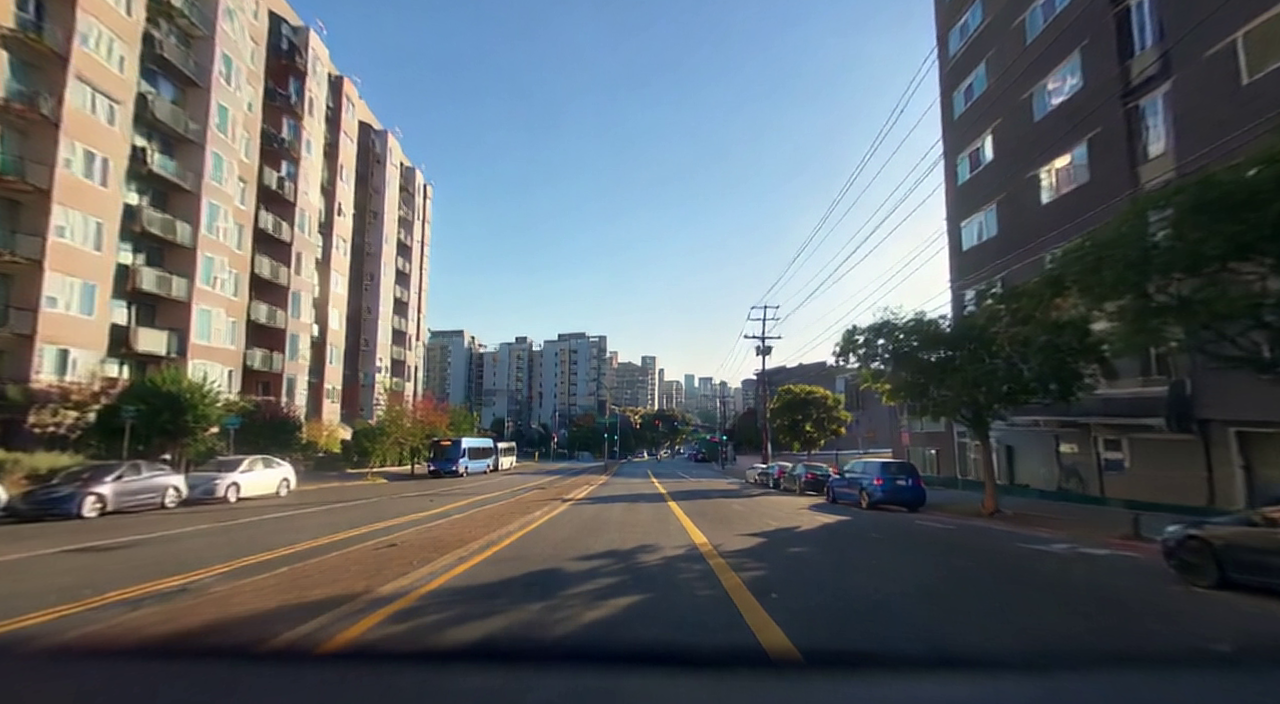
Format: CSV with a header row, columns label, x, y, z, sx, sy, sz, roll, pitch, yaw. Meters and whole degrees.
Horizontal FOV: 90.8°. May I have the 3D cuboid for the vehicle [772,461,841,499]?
label,x,y,z,sx,sy,sz,roll,pitch,yaw
vehicle,7.655,5.912,29.558,1.997,1.517,4.755,0,-9,0

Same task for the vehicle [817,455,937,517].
label,x,y,z,sx,sy,sz,roll,pitch,yaw
vehicle,7.633,4.333,20.972,2.143,1.731,4.781,0,-9,0

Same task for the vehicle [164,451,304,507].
label,x,y,z,sx,sy,sz,roll,pitch,yaw
vehicle,-14.641,4.564,23.221,2.107,1.771,4.871,0,-9,-4

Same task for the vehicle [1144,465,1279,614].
label,x,y,z,sx,sy,sz,roll,pitch,yaw
vehicle,7.689,1.900,6.018,1.941,1.496,4.656,0,-9,0

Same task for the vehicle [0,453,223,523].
label,x,y,z,sx,sy,sz,roll,pitch,yaw
vehicle,-14.603,3.716,17.900,2.124,1.626,4.908,0,-9,1
